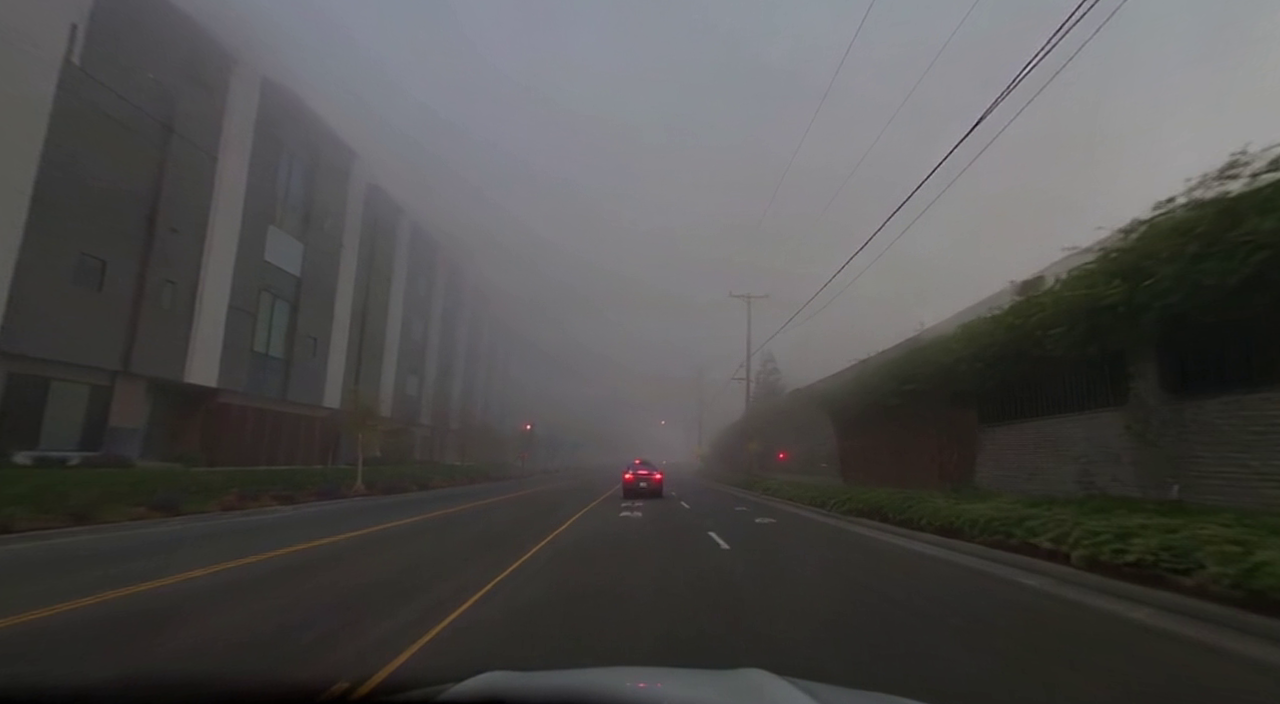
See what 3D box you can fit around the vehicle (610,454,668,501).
[{"bbox_3d":[-0.006,4.915,24.714,2.067,1.629,3.858,0,-11,1],"label":"vehicle"}]
